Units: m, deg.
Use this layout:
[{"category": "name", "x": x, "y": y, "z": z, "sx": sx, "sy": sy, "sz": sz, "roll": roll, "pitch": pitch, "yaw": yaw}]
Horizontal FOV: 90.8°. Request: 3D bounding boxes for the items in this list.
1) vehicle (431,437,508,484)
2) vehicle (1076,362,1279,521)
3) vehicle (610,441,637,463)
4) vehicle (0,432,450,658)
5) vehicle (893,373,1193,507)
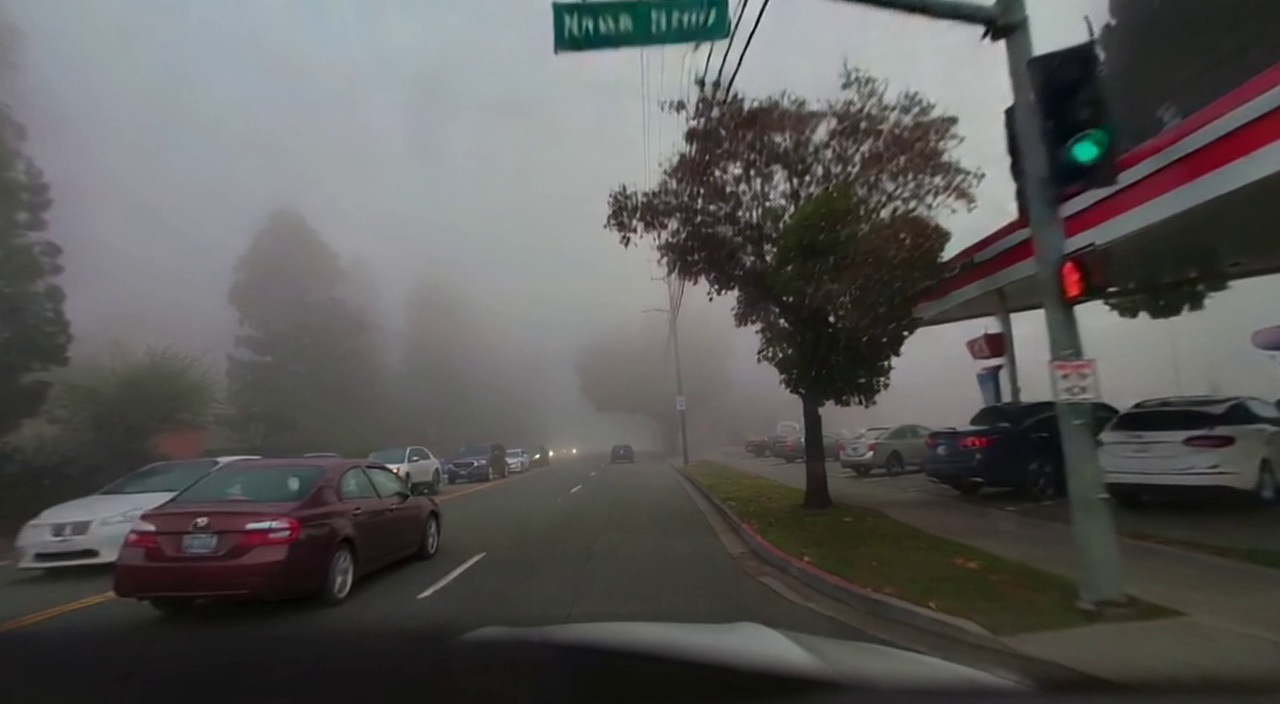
[{"category": "vehicle", "x": -6.961, "y": 4.495, "z": 26.415, "sx": 1.877, "sy": 1.742, "sz": 4.919, "roll": 0, "pitch": -9, "yaw": 0}, {"category": "vehicle", "x": 8.594, "y": 1.310, "z": 9.243, "sx": 3.353, "sy": 1.885, "sz": 2.229, "roll": 4, "pitch": -10, "yaw": -29}, {"category": "vehicle", "x": -1.139, "y": 7.228, "z": 45.677, "sx": 1.909, "sy": 1.482, "sz": 4.390, "roll": 0, "pitch": -9, "yaw": 0}, {"category": "vehicle", "x": -3.588, "y": 1.600, "z": 6.413, "sx": 1.943, "sy": 1.455, "sz": 4.414, "roll": 0, "pitch": -9, "yaw": 0}, {"category": "vehicle", "x": 7.875, "y": 1.713, "z": 12.289, "sx": 5.441, "sy": 2.056, "sz": 2.552, "roll": 5, "pitch": -10, "yaw": -30}]
